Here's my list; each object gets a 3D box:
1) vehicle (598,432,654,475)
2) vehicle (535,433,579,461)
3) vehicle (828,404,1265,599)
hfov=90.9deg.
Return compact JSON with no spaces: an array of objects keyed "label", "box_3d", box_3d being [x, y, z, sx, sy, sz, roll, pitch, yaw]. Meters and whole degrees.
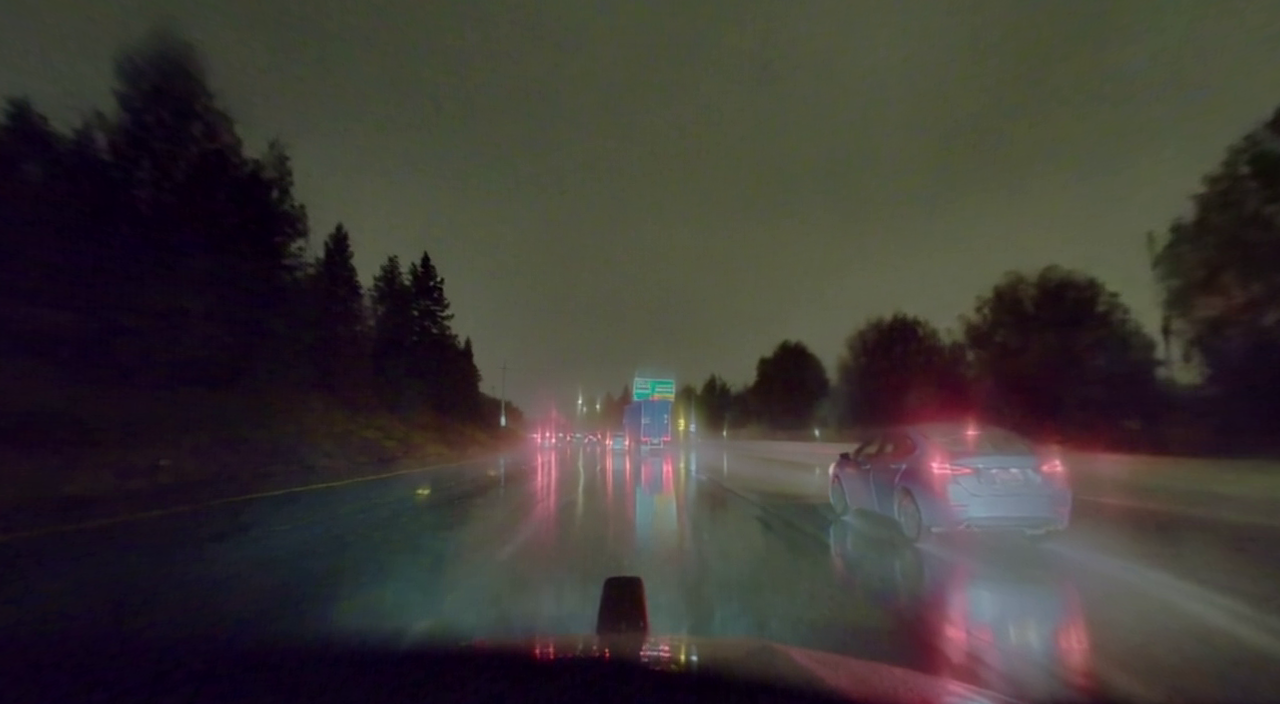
[{"label":"vehicle","box_3d":[-0.581,3.934,24.684,2.020,1.516,3.951,0,-9,-2]},{"label":"vehicle","box_3d":[-4.738,5.490,36.535,2.072,1.512,4.043,0,-9,-2]},{"label":"vehicle","box_3d":[3.777,1.468,7.053,1.971,1.472,4.301,0,-8,0]}]
